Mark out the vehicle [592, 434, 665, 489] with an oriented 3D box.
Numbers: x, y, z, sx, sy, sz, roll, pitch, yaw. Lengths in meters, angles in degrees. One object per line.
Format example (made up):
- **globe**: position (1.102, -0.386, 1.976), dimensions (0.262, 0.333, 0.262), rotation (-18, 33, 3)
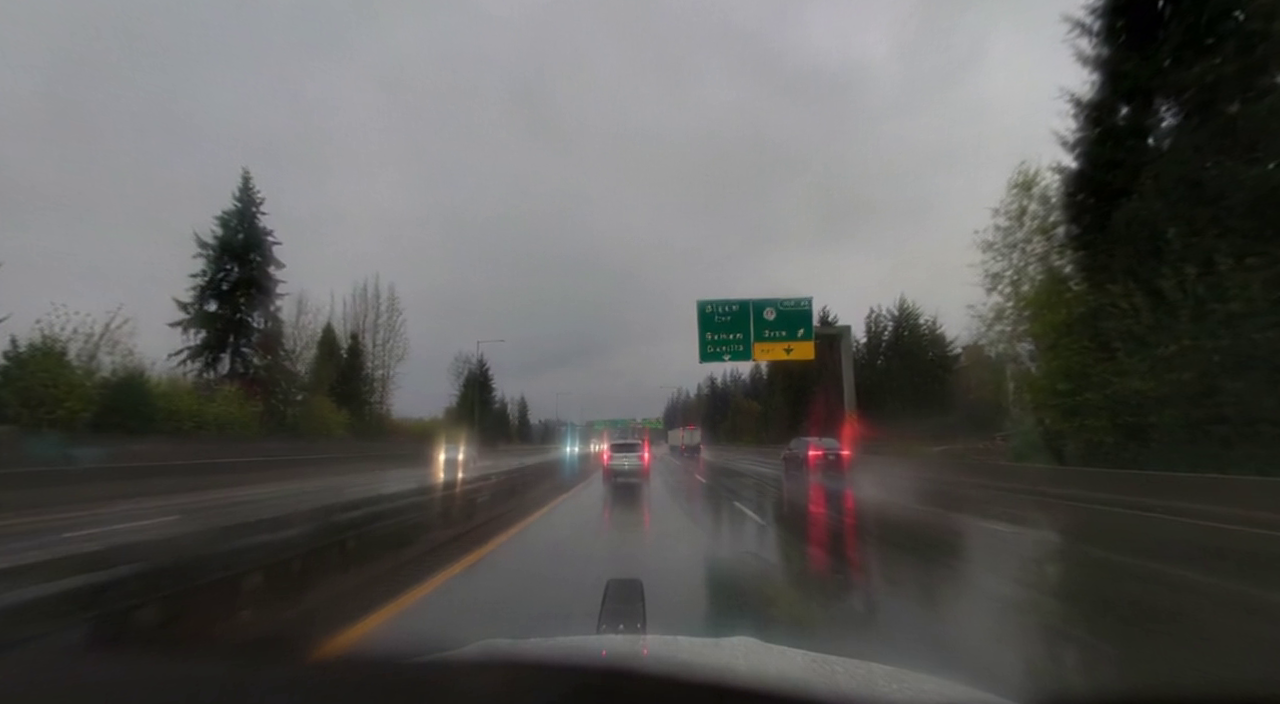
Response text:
- **vehicle**: position (-0.302, 3.296, 19.259), dimensions (2.003, 1.490, 3.636), rotation (0, -8, 0)
